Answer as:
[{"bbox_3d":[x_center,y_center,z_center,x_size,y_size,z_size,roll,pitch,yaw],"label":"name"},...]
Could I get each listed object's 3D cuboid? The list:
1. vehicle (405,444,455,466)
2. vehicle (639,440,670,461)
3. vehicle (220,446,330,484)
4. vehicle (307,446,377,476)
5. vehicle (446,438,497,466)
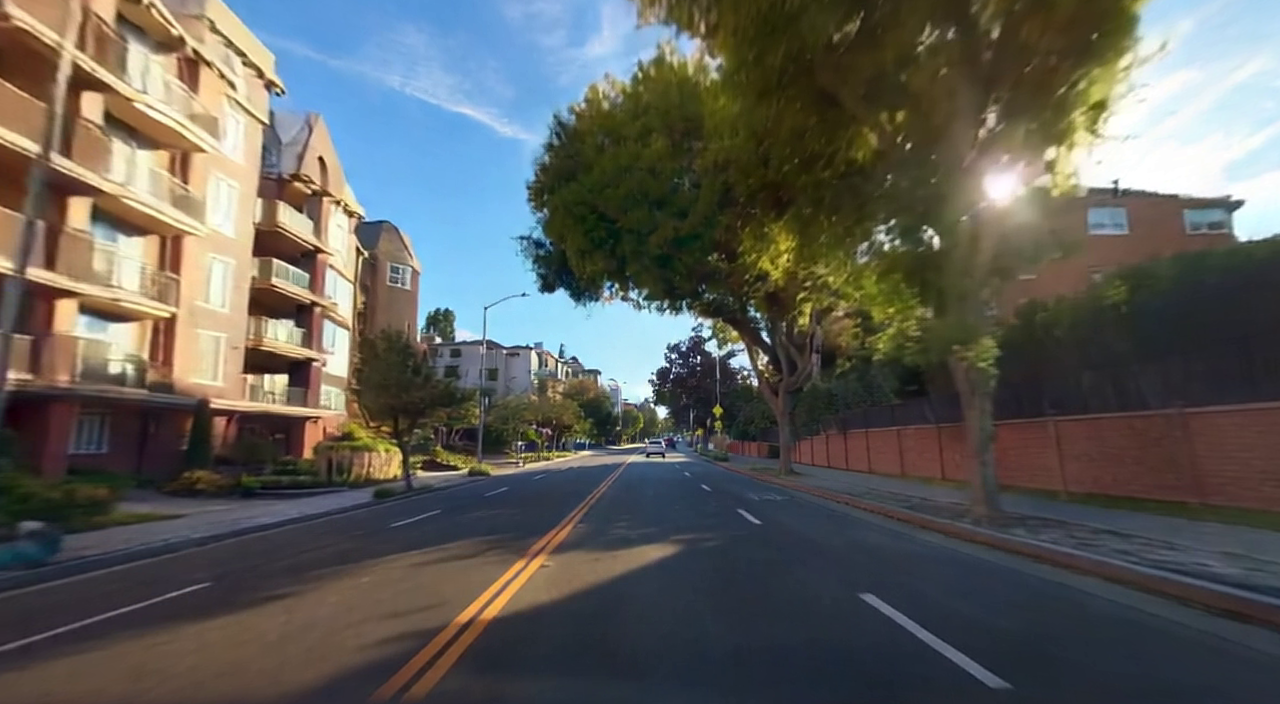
[{"bbox_3d":[-15.425,7.583,46.587,2.049,1.563,4.950,0,-9,-1],"label":"vehicle"},{"bbox_3d":[1.002,7.041,45.121,2.097,1.463,4.043,0,-9,-1],"label":"vehicle"},{"bbox_3d":[-15.747,4.864,27.552,2.113,1.501,4.659,0,-9,-1],"label":"vehicle"},{"bbox_3d":[-15.631,5.728,33.255,1.692,1.477,3.902,0,-9,1],"label":"vehicle"},{"bbox_3d":[-12.378,7.403,46.677,2.331,1.956,4.762,0,-9,1],"label":"vehicle"}]
